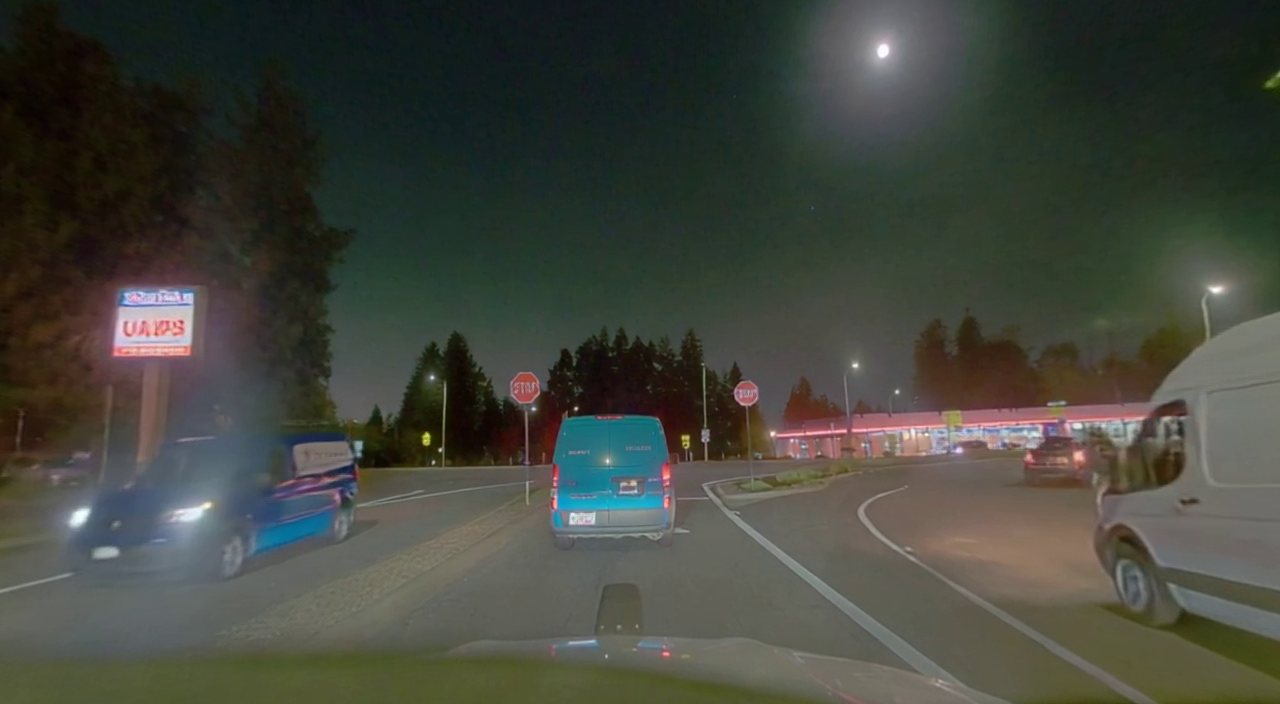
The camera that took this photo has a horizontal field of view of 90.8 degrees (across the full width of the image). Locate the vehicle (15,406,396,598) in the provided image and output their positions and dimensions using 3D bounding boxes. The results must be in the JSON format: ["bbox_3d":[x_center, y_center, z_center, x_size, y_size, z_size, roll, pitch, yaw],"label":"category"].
[{"bbox_3d":[-4.866,1.722,8.179,1.985,1.710,4.651,1,-9,-6],"label":"vehicle"}]

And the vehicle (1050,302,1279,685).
[{"bbox_3d":[4.837,0.738,3.062,2.385,2.196,5.640,-1,-9,7],"label":"vehicle"}]

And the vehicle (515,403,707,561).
[{"bbox_3d":[-0.273,1.867,9.742,2.237,1.828,4.546,0,-9,2],"label":"vehicle"}]
